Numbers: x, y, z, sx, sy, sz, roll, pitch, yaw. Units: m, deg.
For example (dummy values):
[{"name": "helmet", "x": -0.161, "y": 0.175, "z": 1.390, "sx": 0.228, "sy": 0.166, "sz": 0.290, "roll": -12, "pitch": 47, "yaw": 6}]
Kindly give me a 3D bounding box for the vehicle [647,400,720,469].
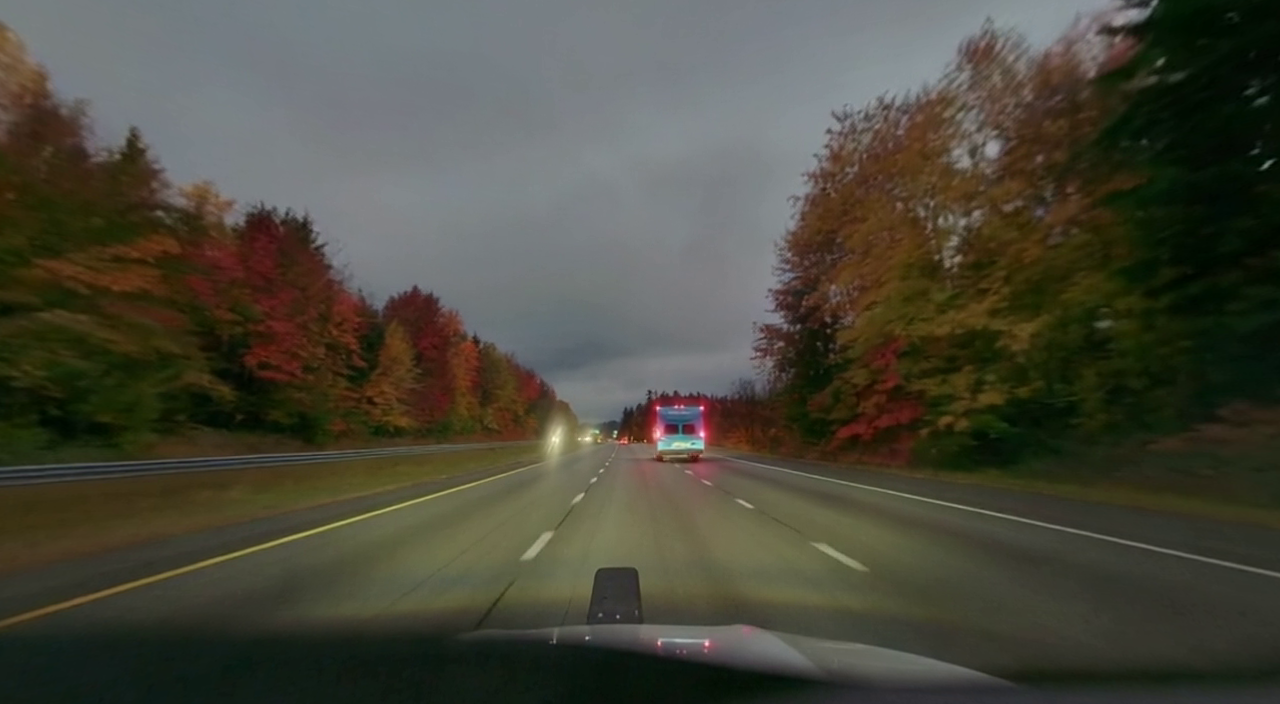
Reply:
[{"name": "vehicle", "x": 1.865, "y": 3.934, "z": 30.058, "sx": 2.815, "sy": 2.876, "sz": 7.101, "roll": 0, "pitch": -8, "yaw": -1}]
